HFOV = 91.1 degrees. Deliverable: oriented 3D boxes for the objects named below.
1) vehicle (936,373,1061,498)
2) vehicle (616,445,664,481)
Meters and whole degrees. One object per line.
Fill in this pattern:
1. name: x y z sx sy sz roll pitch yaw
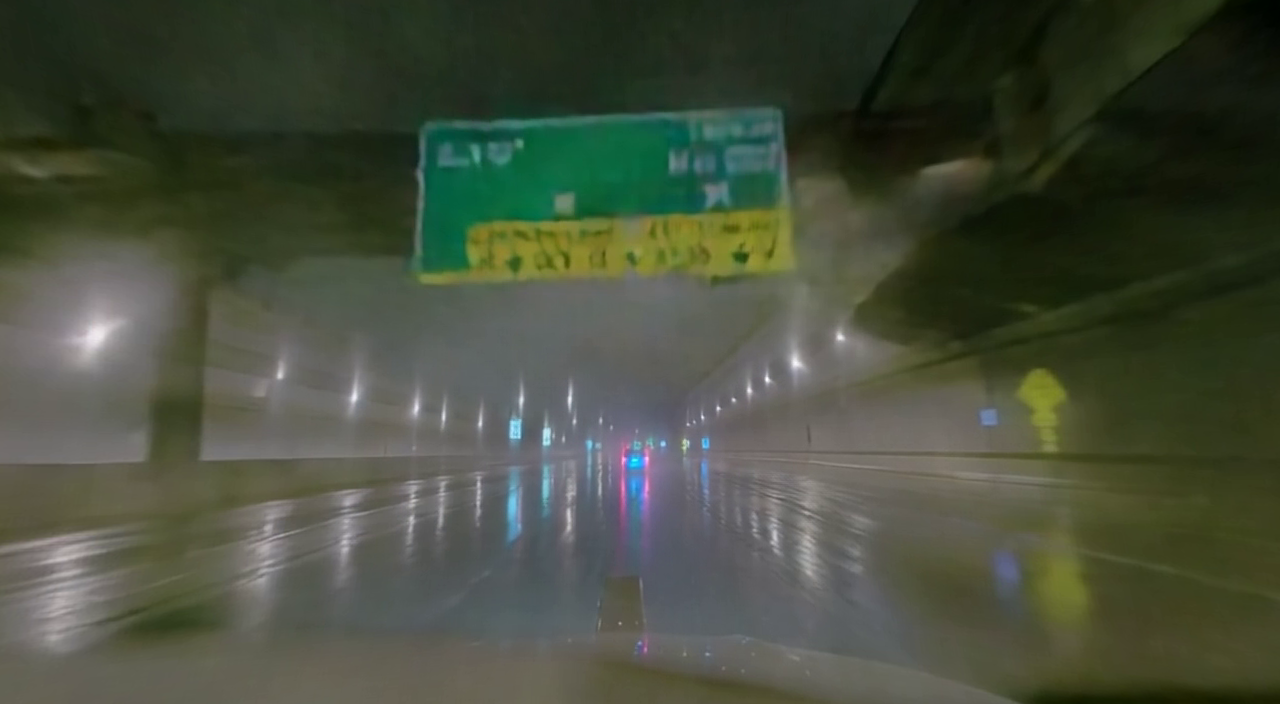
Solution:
1. vehicle: 11.252 2.664 20.035 2.135 3.652 2.845 -1 -9 3
2. vehicle: -0.065 5.038 28.842 2.055 1.501 4.321 0 -9 -2
